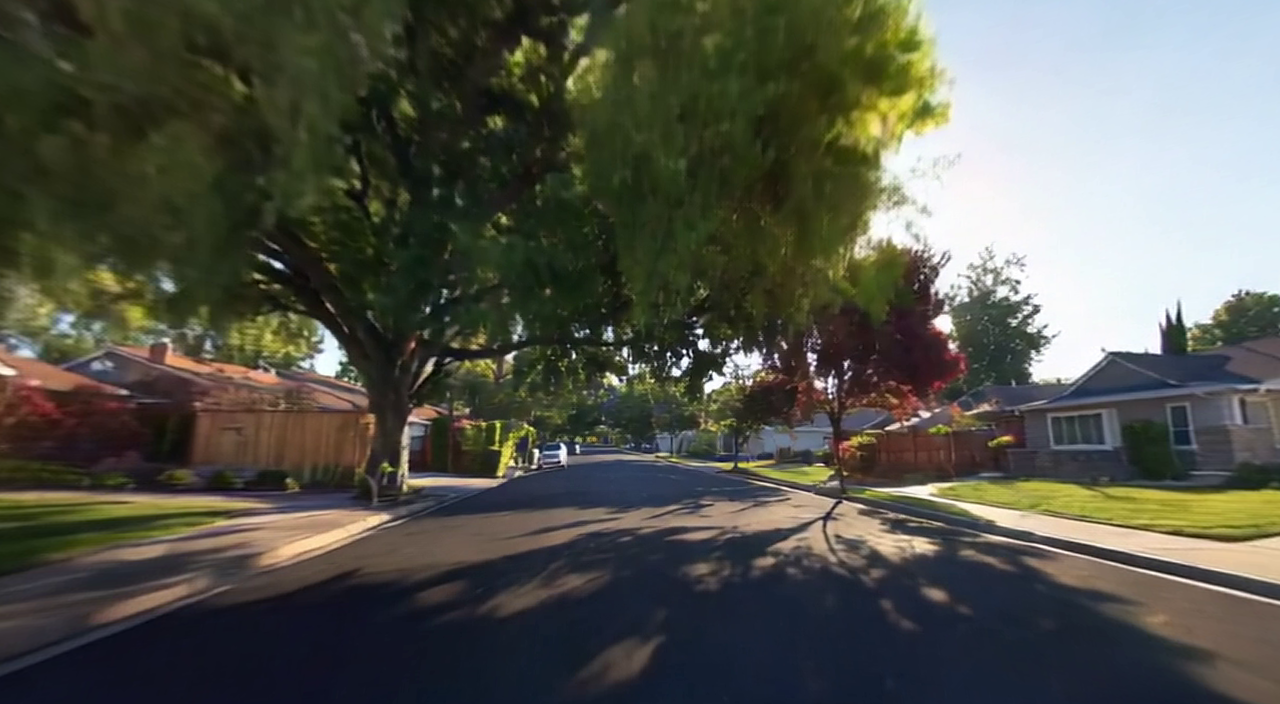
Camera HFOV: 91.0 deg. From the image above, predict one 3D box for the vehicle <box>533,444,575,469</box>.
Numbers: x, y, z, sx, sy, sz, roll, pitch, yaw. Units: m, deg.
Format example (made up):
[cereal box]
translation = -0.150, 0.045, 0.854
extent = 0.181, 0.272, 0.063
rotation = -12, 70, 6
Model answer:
[vehicle]
translation = -5.131, 6.256, 37.940
extent = 2.017, 1.397, 4.004
rotation = 0, -8, -1
